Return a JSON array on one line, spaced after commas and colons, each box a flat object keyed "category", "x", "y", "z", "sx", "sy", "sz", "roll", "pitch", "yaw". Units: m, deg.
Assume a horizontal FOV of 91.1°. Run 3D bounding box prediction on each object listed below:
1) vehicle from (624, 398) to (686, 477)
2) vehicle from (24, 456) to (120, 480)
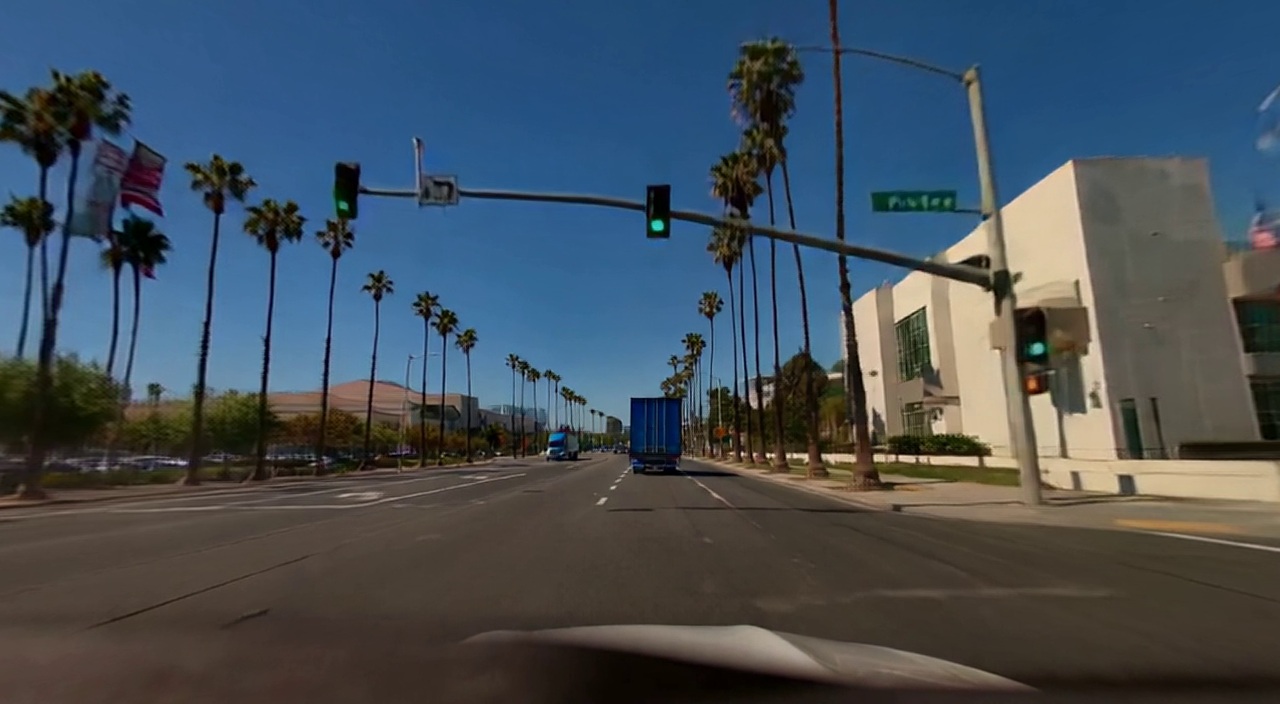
[{"category": "vehicle", "x": 0.613, "y": 5.214, "z": 37.703, "sx": 2.992, "sy": 3.949, "sz": 11.815, "roll": 0, "pitch": -9, "yaw": -2}, {"category": "vehicle", "x": -36.358, "y": 7.430, "z": 40.249, "sx": 4.392, "sy": 1.472, "sz": 1.854, "roll": 0, "pitch": -9, "yaw": 2}]
